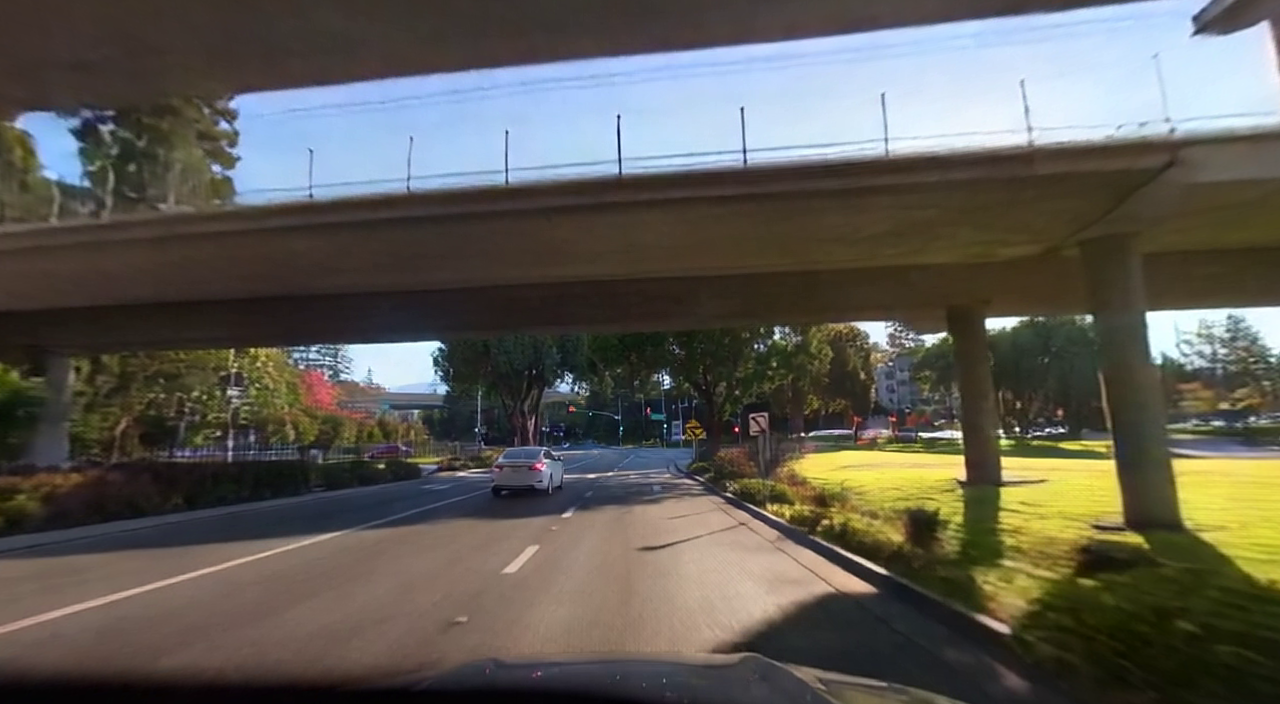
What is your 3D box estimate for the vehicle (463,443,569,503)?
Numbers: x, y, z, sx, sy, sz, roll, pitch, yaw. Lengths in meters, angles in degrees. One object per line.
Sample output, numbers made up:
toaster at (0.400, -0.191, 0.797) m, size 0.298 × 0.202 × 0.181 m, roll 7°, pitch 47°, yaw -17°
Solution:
vehicle at (-3.298, 3.334, 17.762) m, size 1.963 × 1.460 × 4.614 m, roll 0°, pitch -9°, yaw 1°
